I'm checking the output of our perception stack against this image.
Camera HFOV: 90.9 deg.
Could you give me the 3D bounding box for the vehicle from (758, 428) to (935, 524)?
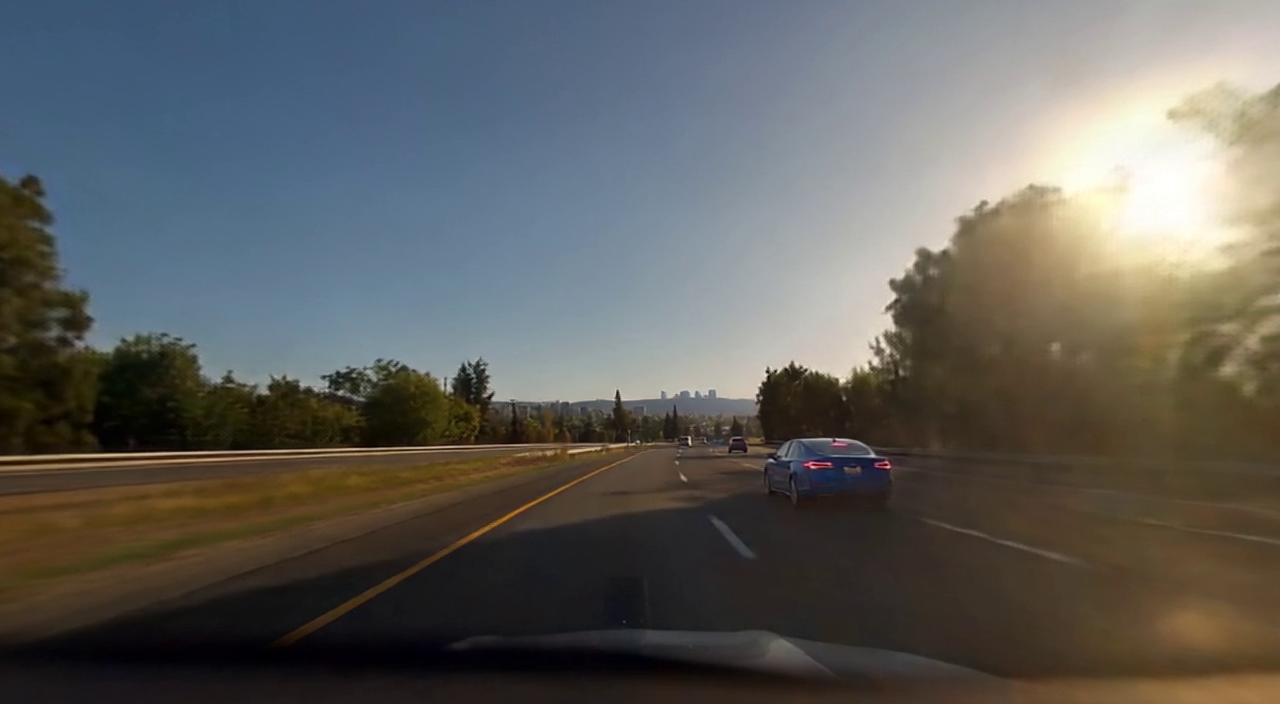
[{"bbox_3d":[3.787,2.347,12.526,2.050,1.546,4.344,0,-8,0],"label":"vehicle"}]
